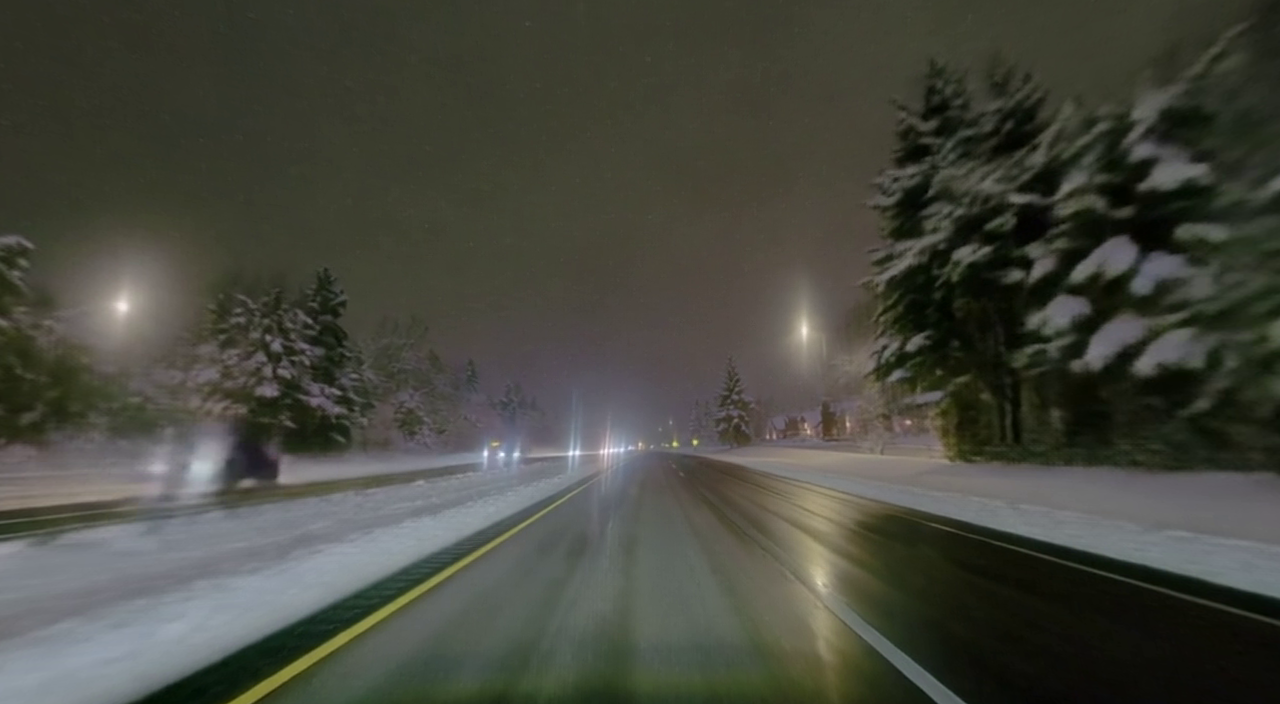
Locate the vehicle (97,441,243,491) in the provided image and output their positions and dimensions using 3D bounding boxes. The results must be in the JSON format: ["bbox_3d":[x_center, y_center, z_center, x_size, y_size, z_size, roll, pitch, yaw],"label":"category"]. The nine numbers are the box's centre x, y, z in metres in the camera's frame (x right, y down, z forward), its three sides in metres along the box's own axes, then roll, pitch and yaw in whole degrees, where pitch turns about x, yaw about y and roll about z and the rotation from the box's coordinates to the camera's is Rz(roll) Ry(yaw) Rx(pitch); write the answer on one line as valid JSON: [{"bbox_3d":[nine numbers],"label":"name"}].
[{"bbox_3d":[-17.912,4.330,24.390,1.970,1.719,4.579,-1,-9,2],"label":"vehicle"}]
